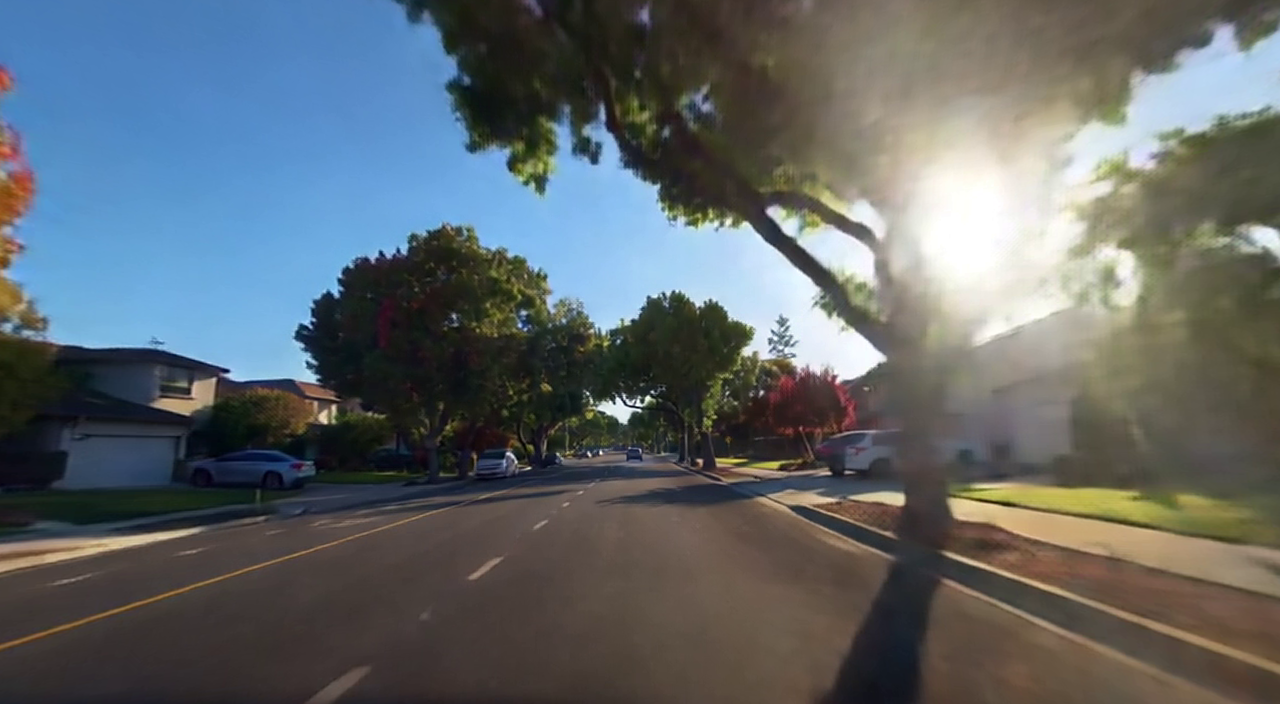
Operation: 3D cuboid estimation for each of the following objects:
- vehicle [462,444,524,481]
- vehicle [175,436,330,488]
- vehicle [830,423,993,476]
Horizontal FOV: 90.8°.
[{"bbox_3d":[-7.869,5.939,34.368,2.122,1.739,4.770,-4,-8,0],"label":"vehicle"},{"bbox_3d":[-14.628,4.152,24.029,4.602,1.847,1.976,-1,-9,4],"label":"vehicle"},{"bbox_3d":[8.996,3.272,21.238,4.535,1.697,1.968,0,-9,-1],"label":"vehicle"}]
